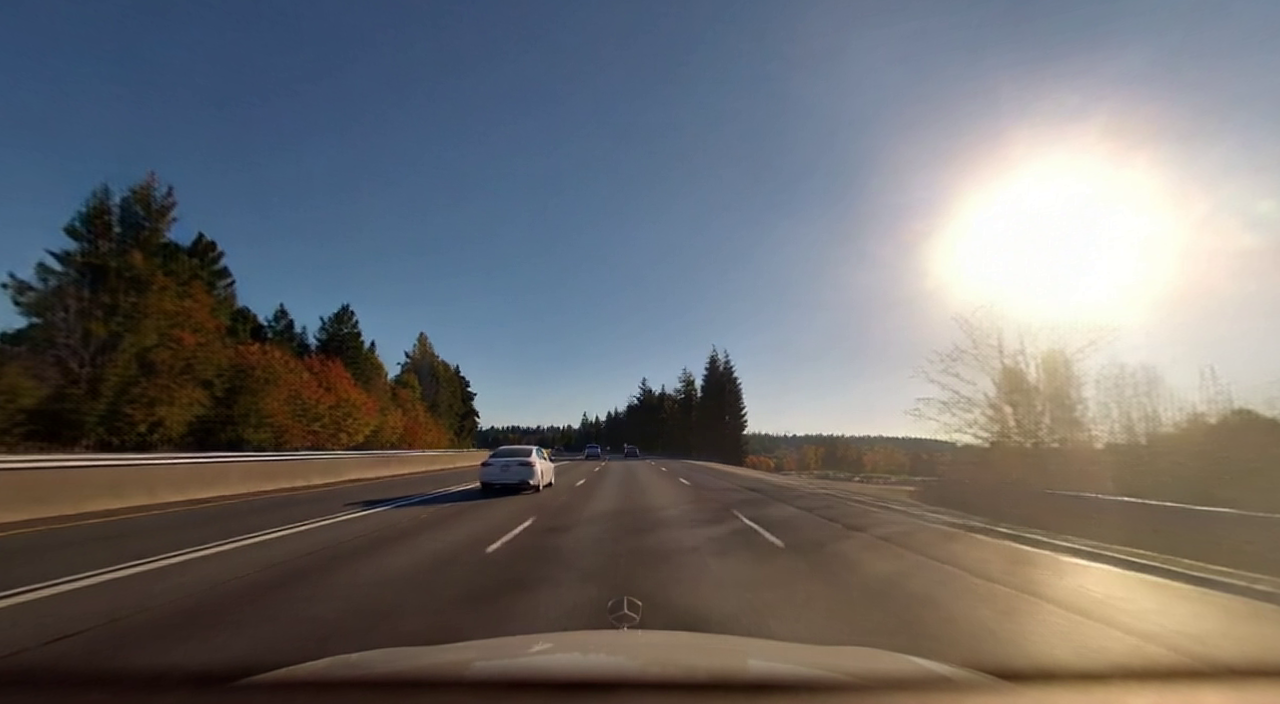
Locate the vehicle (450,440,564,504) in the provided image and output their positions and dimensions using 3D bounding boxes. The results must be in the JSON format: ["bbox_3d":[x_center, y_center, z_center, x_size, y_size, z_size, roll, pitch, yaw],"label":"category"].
[{"bbox_3d":[-3.620,3.379,18.239,2.184,1.574,5.004,0,-9,0],"label":"vehicle"}]
